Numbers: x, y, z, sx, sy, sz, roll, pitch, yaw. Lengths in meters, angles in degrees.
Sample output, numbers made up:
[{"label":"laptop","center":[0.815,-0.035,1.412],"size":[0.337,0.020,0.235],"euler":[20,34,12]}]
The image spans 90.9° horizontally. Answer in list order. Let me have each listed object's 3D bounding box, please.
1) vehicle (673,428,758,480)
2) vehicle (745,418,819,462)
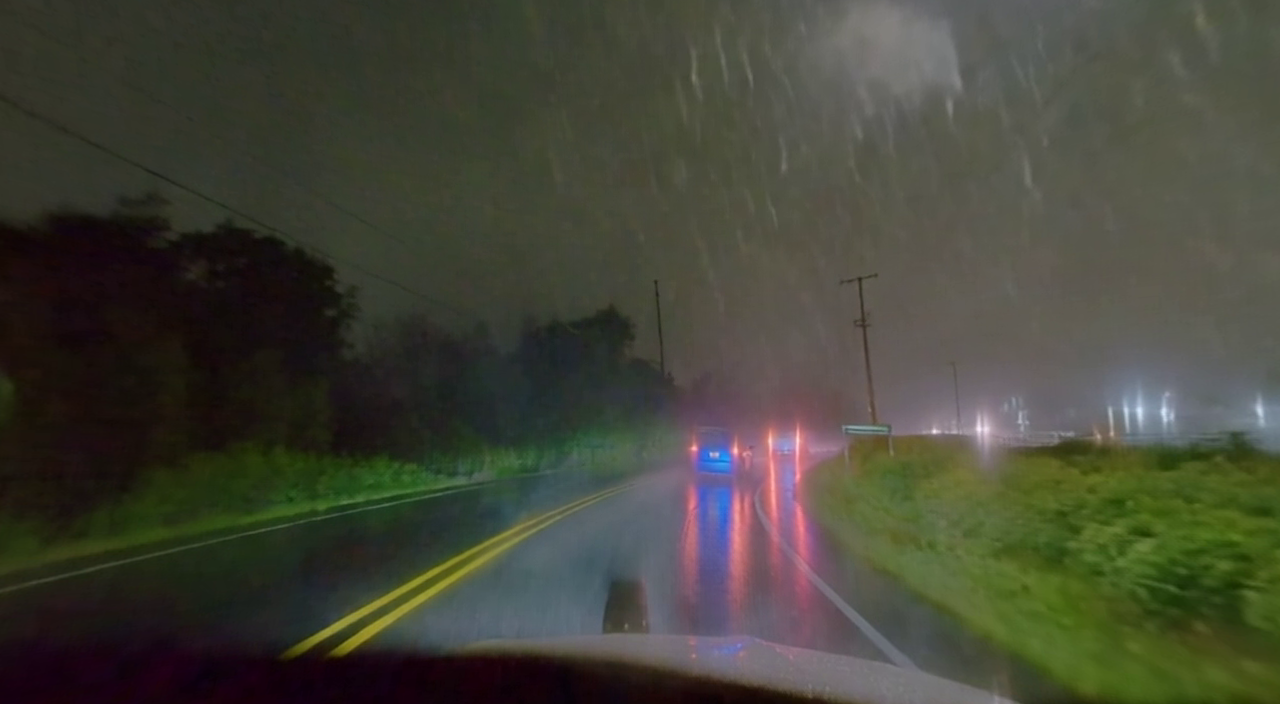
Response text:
[{"label":"vehicle","center":[2.714,3.489,21.734],"size":[2.157,1.565,4.243],"euler":[-3,-9,17]},{"label":"vehicle","center":[7.893,4.824,34.469],"size":[2.376,2.145,5.953],"euler":[-5,-9,28]}]
